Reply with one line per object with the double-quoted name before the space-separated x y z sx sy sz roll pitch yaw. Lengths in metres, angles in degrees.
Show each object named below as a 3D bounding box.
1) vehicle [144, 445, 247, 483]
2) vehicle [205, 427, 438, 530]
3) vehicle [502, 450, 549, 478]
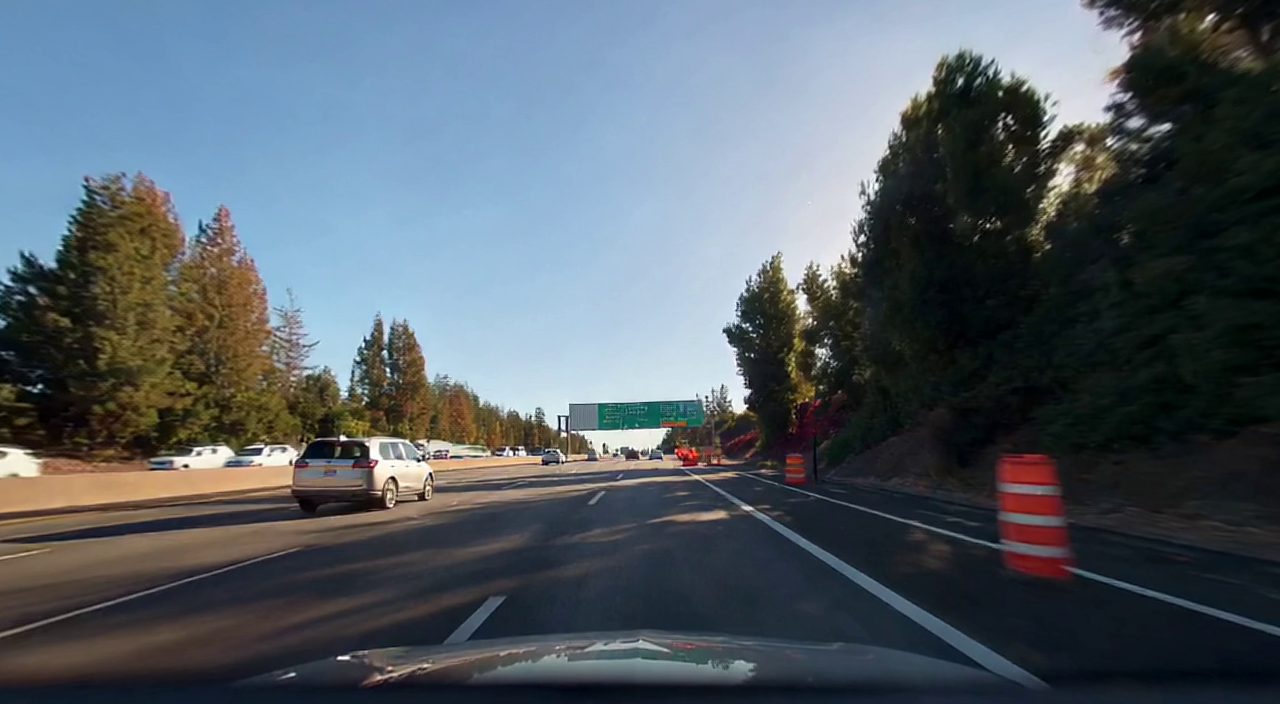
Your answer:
"vehicle" -18.518 4.652 26.428 1.634 1.479 3.579 0 -9 1
"vehicle" -6.195 2.508 13.102 2.402 1.733 4.512 0 -9 1
"vehicle" -6.571 6.462 36.588 1.895 1.506 4.245 0 -9 1
